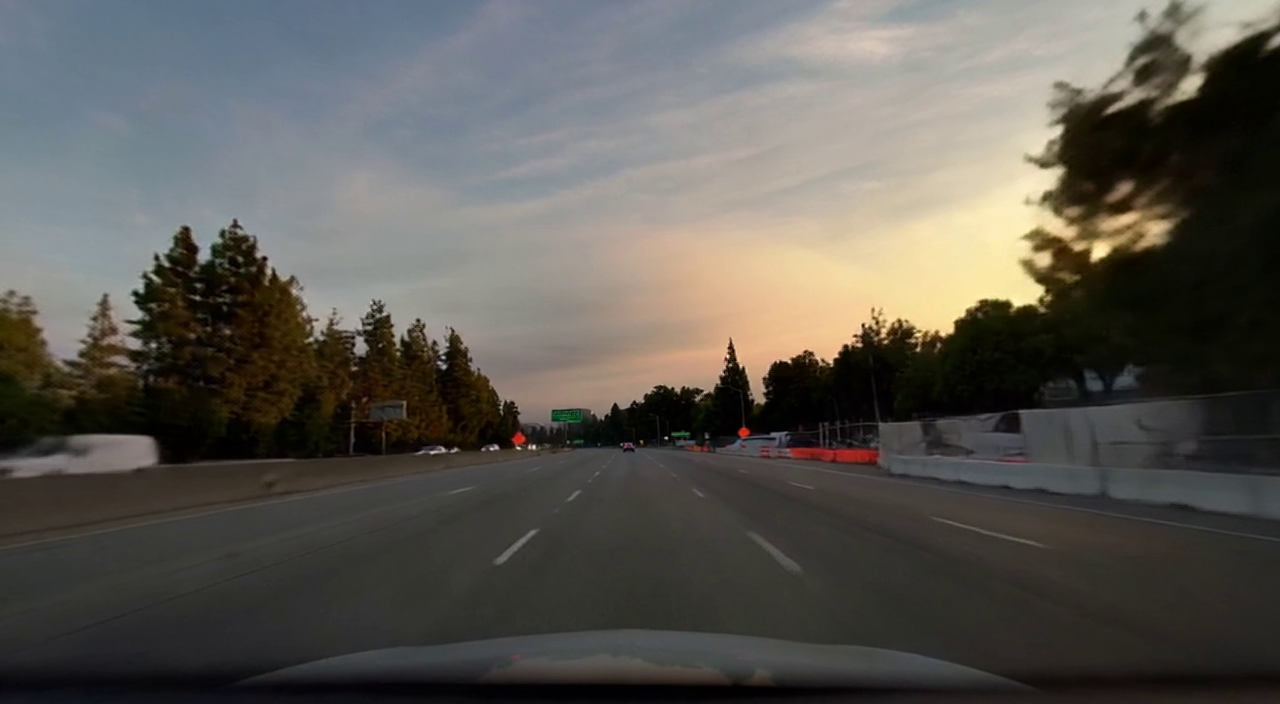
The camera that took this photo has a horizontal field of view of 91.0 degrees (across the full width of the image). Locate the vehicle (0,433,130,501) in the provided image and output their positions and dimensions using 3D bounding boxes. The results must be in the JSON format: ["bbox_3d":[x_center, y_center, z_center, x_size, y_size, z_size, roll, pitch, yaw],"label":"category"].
[{"bbox_3d":[-17.974,3.290,18.372,2.129,1.773,4.963,0,-9,-2],"label":"vehicle"}]
